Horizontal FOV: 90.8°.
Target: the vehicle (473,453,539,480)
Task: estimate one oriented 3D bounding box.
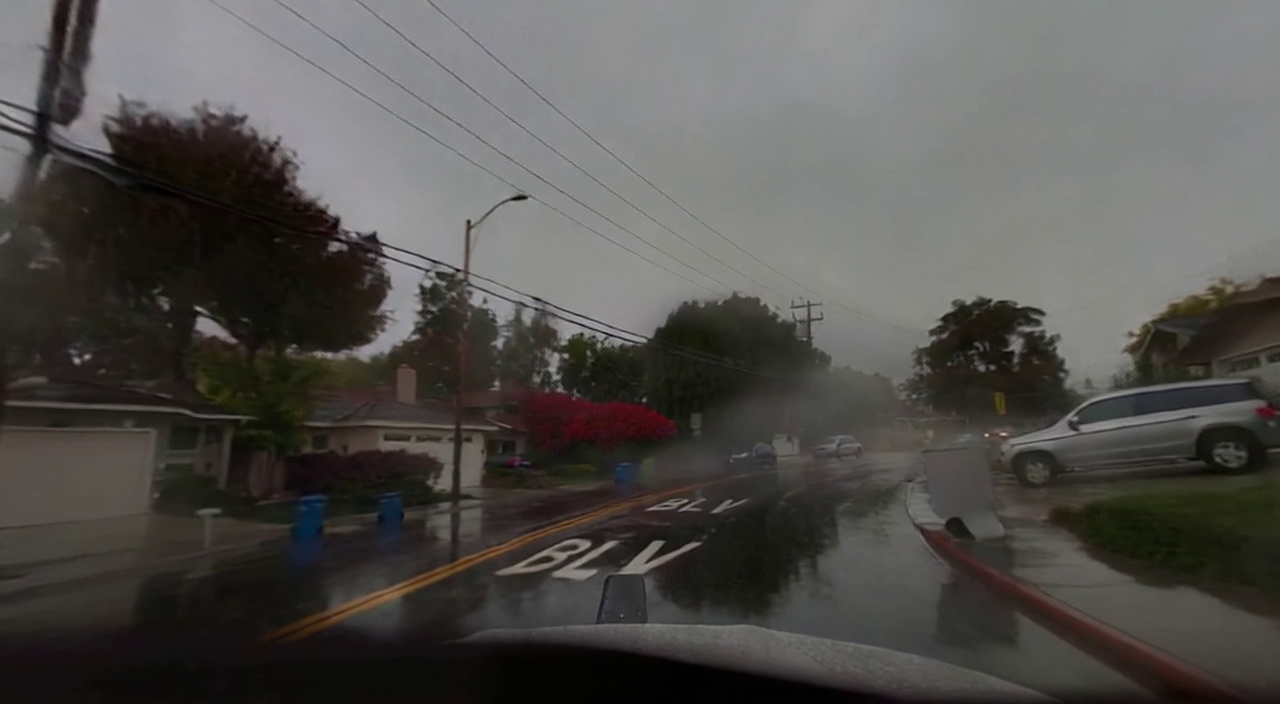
[{"bbox_3d":[-8.027,6.820,37.749,3.697,1.489,1.842,-7,-11,38],"label":"vehicle"}]

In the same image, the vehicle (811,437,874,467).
[{"bbox_3d":[13.525,6.722,42.058,2.056,1.726,4.463,-13,-17,42],"label":"vehicle"}]

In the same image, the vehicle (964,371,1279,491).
[{"bbox_3d":[9.312,1.592,12.395,5.011,2.014,2.056,-4,-9,23],"label":"vehicle"}]

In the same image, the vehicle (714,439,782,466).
[{"bbox_3d":[7.540,7.051,44.566,2.155,1.802,4.758,5,-10,-30],"label":"vehicle"}]
